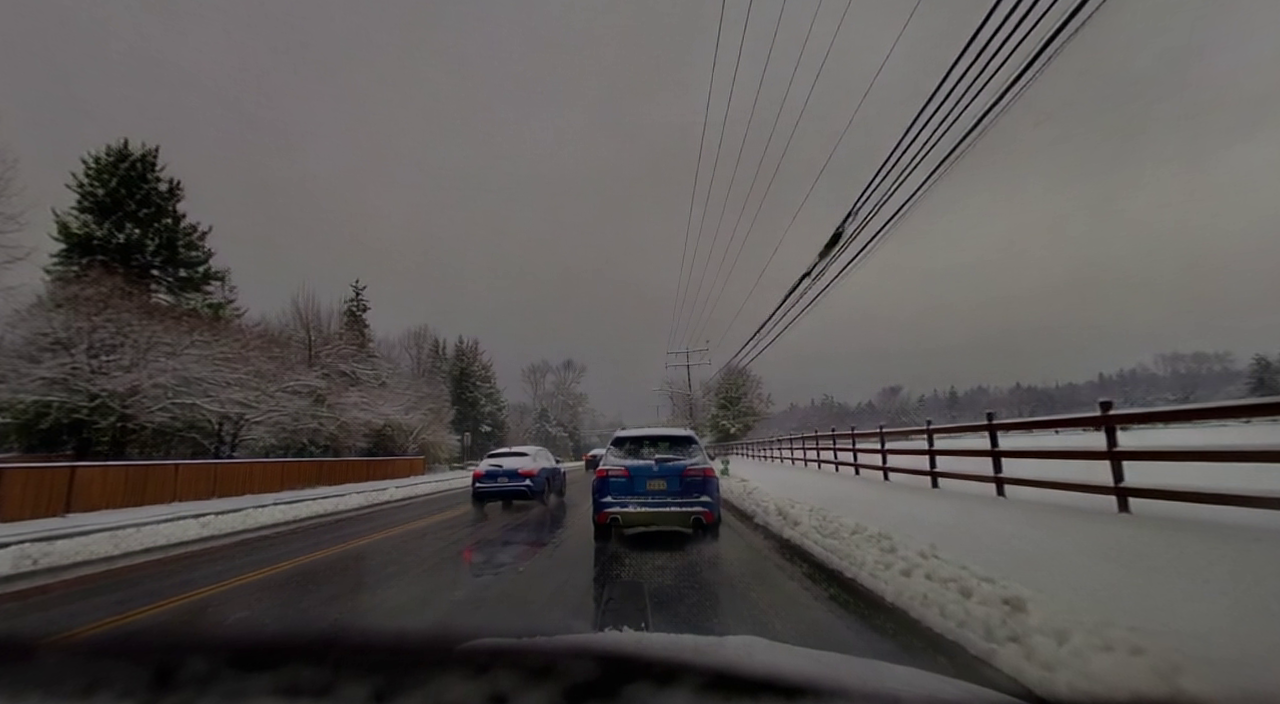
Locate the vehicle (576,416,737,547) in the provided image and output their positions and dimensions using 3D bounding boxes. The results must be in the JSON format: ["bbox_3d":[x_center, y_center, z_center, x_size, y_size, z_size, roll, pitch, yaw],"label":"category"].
[{"bbox_3d":[0.253,2.073,10.683,2.174,1.749,4.113,0,-9,1],"label":"vehicle"}]

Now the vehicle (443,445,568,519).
[{"bbox_3d":[-2.954,2.939,14.816,1.979,1.489,4.006,0,-9,1],"label":"vehicle"}]
